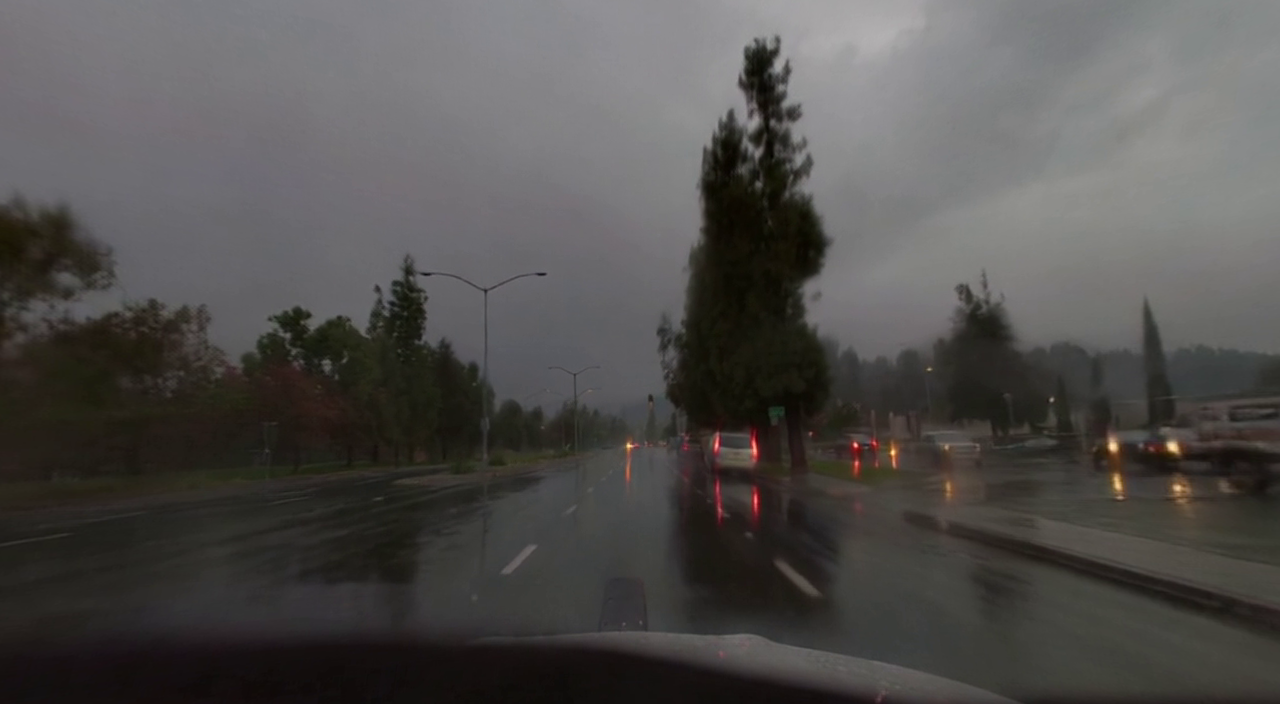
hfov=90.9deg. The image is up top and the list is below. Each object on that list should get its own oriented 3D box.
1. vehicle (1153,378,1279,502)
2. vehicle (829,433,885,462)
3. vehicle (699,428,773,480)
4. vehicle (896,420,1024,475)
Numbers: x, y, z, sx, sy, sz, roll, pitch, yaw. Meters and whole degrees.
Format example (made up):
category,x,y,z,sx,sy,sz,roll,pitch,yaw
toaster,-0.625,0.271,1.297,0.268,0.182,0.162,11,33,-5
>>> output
category,x,y,z,sx,sy,sz,roll,pitch,yaw
vehicle,11.180,1.298,9.340,2.197,1.923,5.799,0,-8,-1
vehicle,14.439,6.368,42.271,2.227,1.720,4.959,1,-8,3
vehicle,3.668,3.965,24.851,2.144,1.848,4.159,0,-8,-1
vehicle,11.434,3.467,22.967,2.220,1.798,4.427,0,-8,-1
